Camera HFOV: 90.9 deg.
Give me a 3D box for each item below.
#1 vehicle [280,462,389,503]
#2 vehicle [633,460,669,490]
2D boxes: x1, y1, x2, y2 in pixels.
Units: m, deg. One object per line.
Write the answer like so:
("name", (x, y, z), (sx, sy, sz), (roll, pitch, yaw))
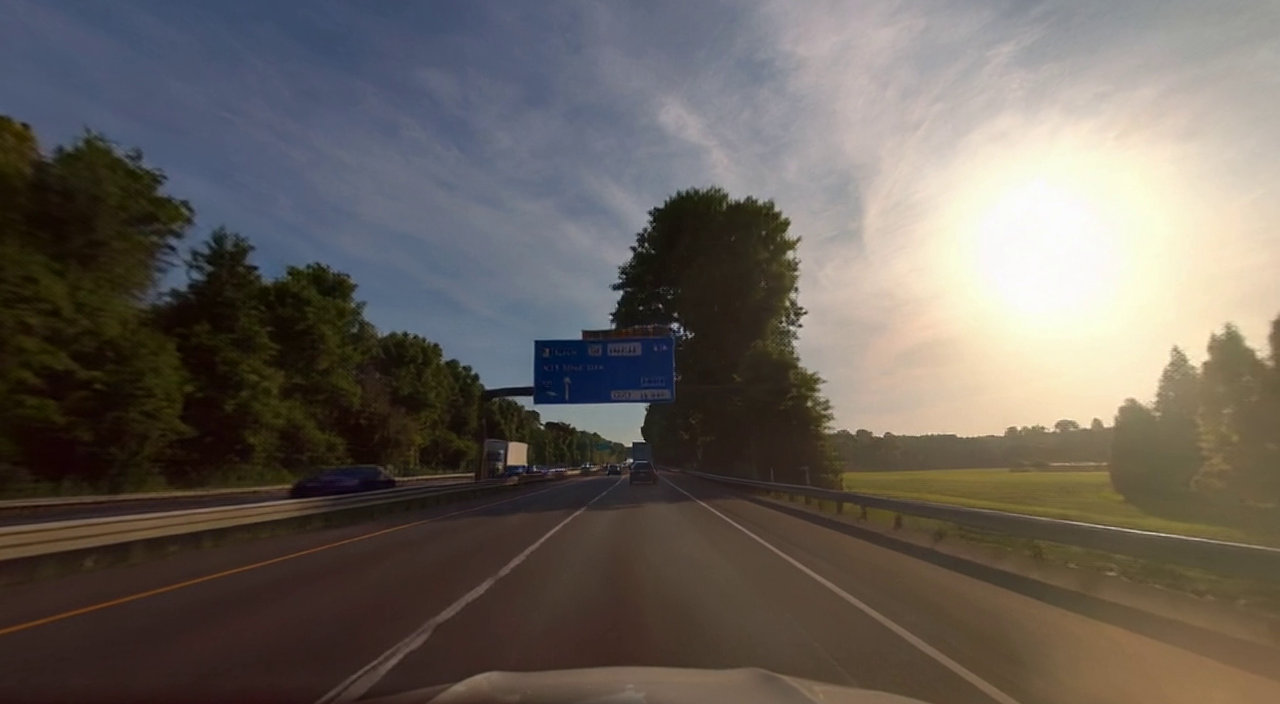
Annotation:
("vehicle", (-12.292, 5.291, 25.809), (1.883, 1.486, 4.813), (0, -10, 2))
("vehicle", (0.629, 7.325, 37.653), (2.048, 1.663, 4.377), (1, -10, 0))
